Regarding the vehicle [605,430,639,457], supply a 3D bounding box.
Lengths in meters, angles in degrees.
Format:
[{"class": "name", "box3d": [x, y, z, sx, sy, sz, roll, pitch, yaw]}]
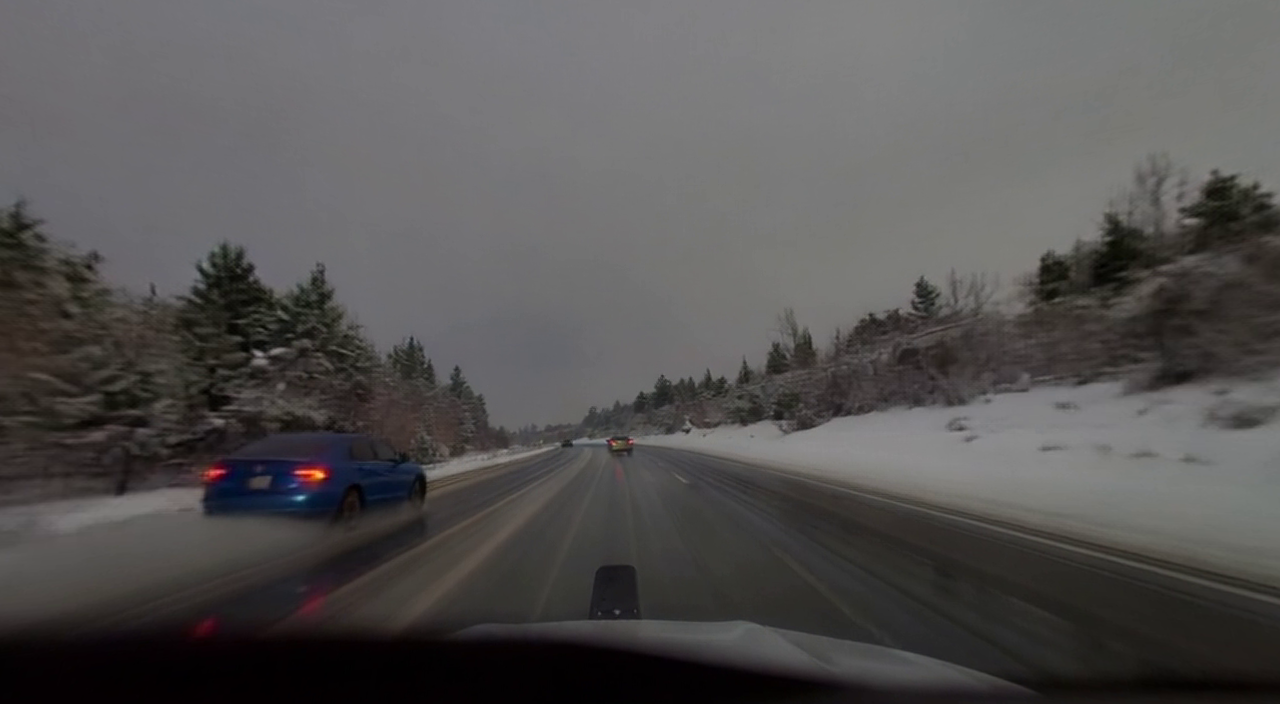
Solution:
[{"class": "vehicle", "box3d": [-1.168, 5.780, 39.954, 2.041, 1.618, 3.898, 0, -8, -3]}]

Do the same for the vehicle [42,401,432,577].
[{"class": "vehicle", "box3d": [-4.561, 1.602, 8.357, 2.039, 1.627, 4.844, 0, -8, -1]}]
